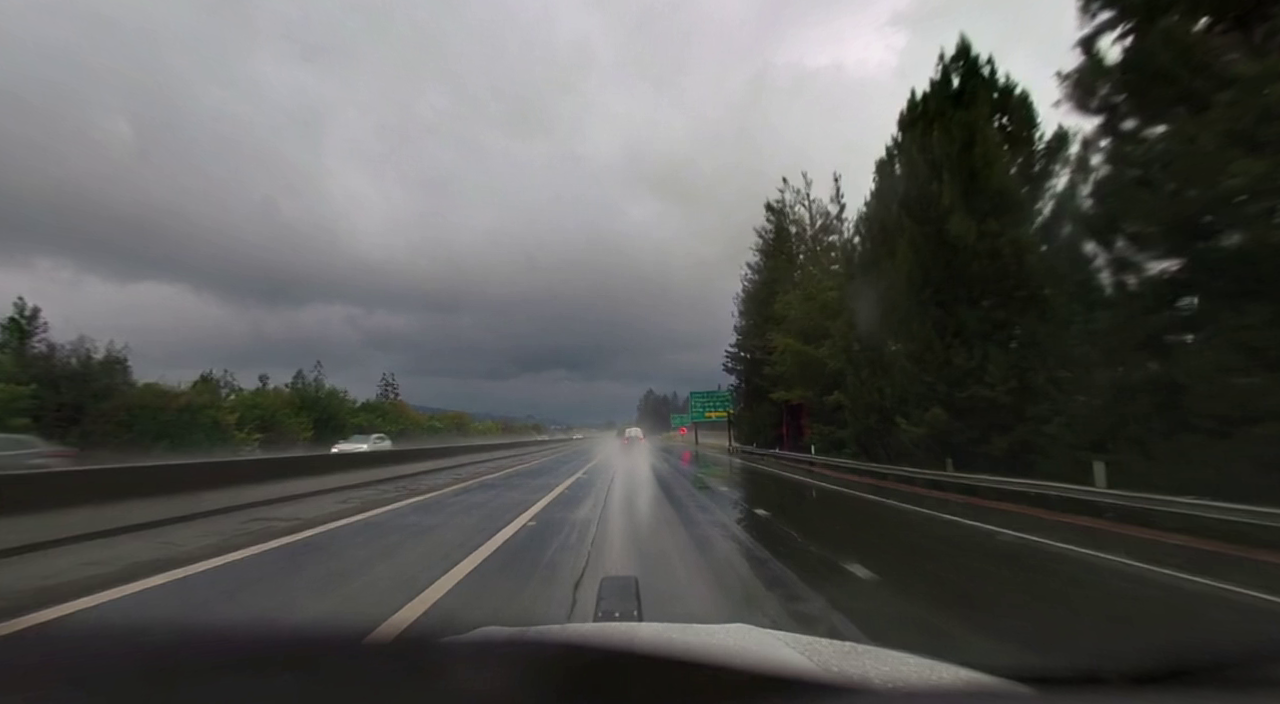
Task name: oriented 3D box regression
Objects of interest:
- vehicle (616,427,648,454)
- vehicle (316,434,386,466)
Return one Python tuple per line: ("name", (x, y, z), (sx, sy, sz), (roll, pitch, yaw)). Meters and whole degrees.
("vehicle", (-0.598, 6.596, 46.917), (2.295, 1.861, 4.564), (0, -8, -1))
("vehicle", (-14.062, 4.772, 30.866), (1.804, 1.461, 3.592), (0, -8, -2))
